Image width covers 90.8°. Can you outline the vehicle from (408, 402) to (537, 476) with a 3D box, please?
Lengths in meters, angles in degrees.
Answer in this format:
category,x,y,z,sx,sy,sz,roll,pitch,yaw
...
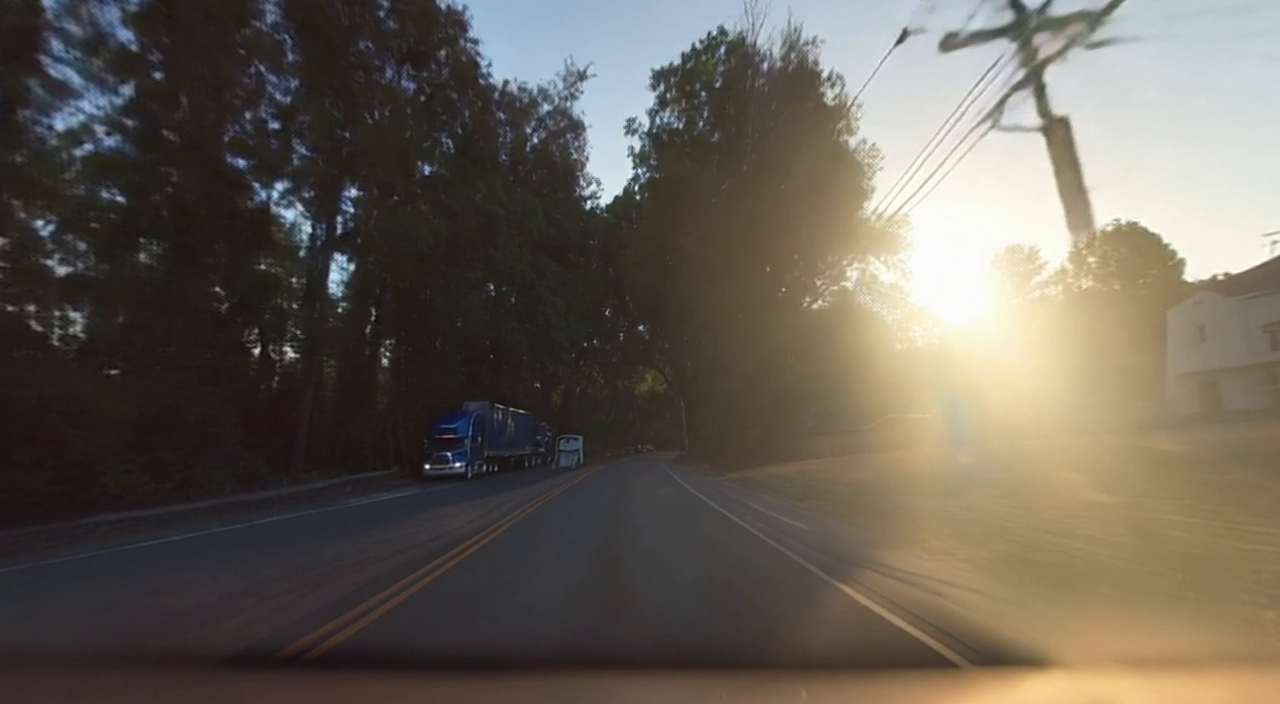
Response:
category,x,y,z,sx,sy,sz,roll,pitch,yaw
vehicle,-9.689,5.495,38.160,5.596,3.130,8.972,-4,-14,-2
